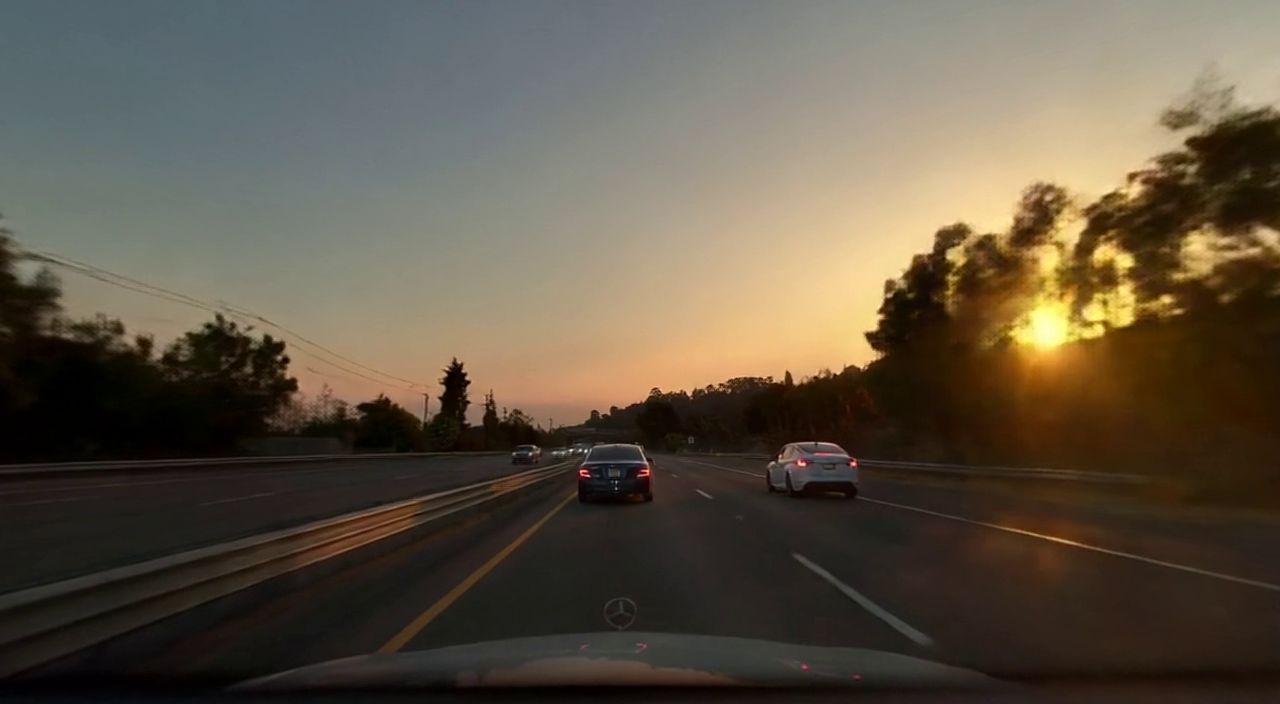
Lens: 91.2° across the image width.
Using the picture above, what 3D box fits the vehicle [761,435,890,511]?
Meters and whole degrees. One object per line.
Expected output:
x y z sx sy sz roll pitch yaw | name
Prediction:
4.254 2.836 15.053 1.910 1.554 3.718 0 -9 0 | vehicle

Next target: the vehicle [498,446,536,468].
-9.046 7.745 46.440 1.927 1.496 4.600 0 -9 0 | vehicle

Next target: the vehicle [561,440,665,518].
-0.528 2.796 14.271 2.013 1.479 4.169 0 -9 0 | vehicle
